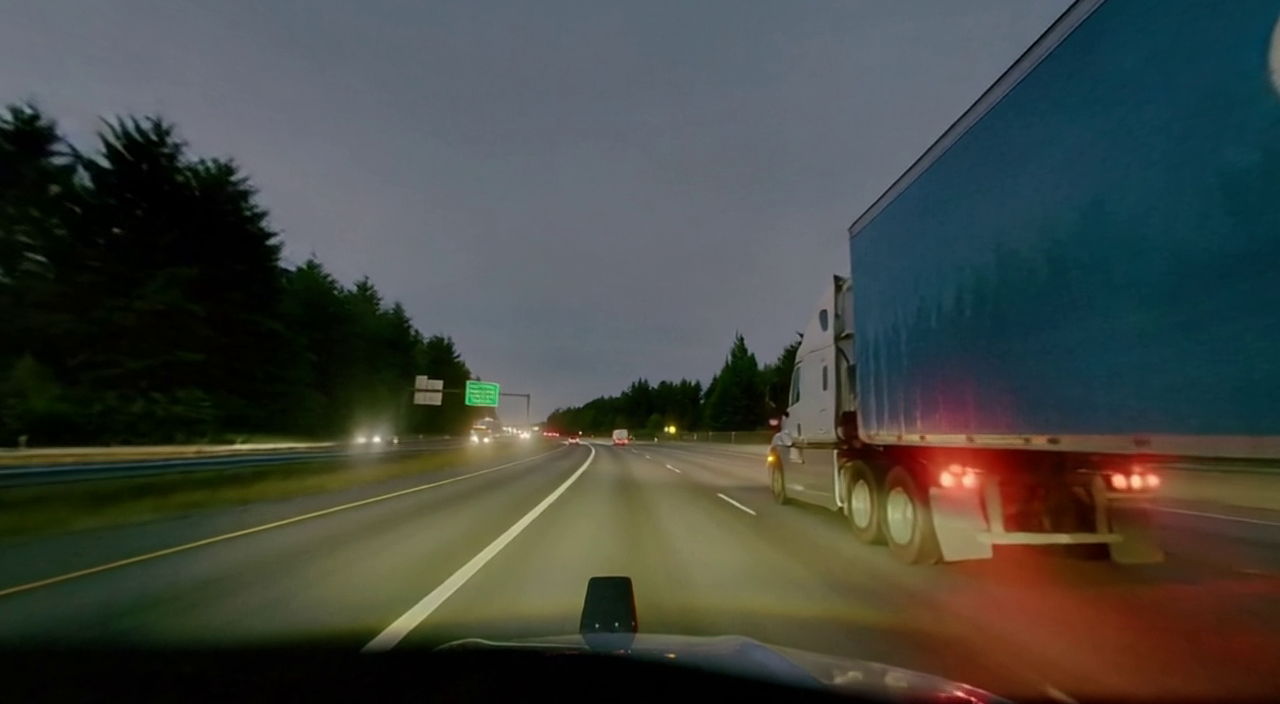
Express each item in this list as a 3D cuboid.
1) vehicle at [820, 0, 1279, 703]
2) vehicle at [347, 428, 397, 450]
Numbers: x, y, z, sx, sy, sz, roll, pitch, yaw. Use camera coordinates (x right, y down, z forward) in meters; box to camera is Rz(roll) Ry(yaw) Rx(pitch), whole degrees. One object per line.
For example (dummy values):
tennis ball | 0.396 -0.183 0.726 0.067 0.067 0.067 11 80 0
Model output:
vehicle | 4.178 -0.454 1.888 2.910 4.051 14.278 0 -8 -1
vehicle | -20.091 6.546 47.382 1.905 1.567 4.492 0 -8 -2
